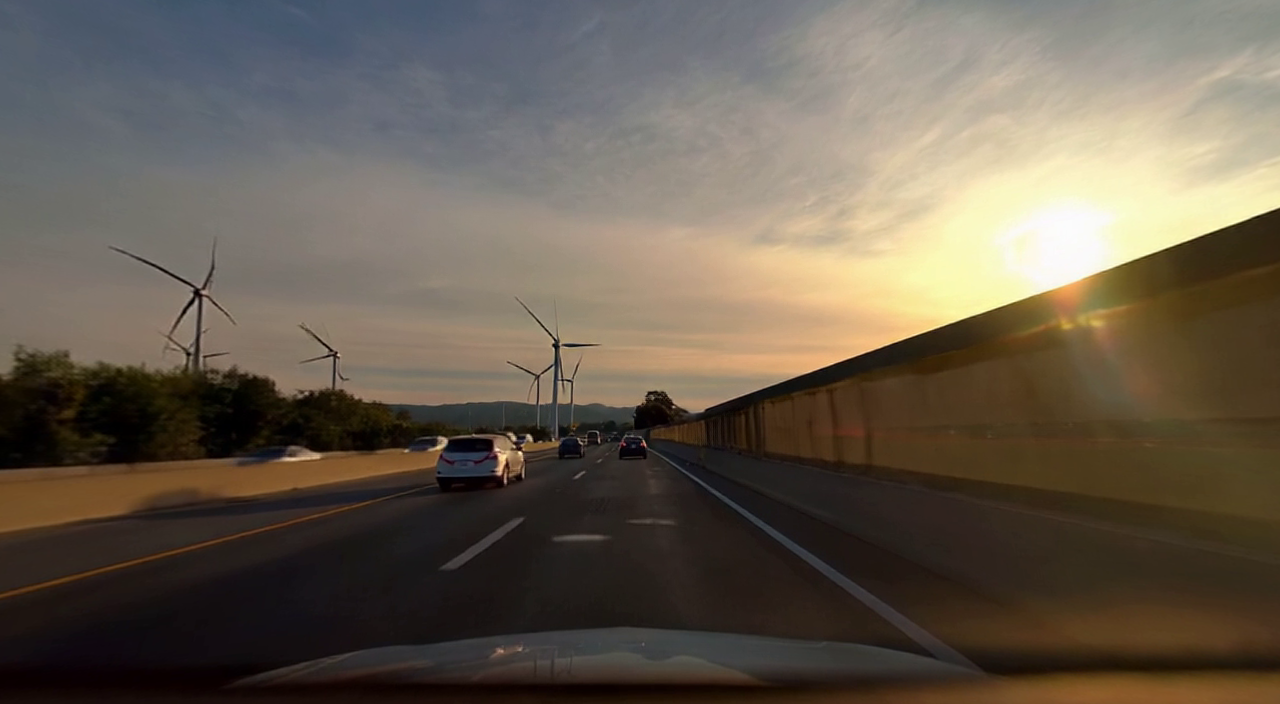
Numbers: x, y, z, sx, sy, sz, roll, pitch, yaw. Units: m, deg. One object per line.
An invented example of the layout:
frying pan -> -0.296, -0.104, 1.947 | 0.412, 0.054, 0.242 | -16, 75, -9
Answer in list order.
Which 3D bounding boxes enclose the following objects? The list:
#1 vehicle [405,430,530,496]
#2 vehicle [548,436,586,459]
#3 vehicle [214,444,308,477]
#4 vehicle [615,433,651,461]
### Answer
vehicle -> -4.324, 2.841, 16.686 | 1.998, 1.468, 4.635 | 0, -8, 0
vehicle -> -4.706, 6.177, 40.892 | 2.059, 1.436, 3.802 | 0, -8, -1
vehicle -> -17.911, 5.111, 29.994 | 2.016, 1.400, 3.994 | 0, -8, -1
vehicle -> -0.444, 5.516, 36.811 | 2.027, 1.550, 3.607 | 0, -8, -2
